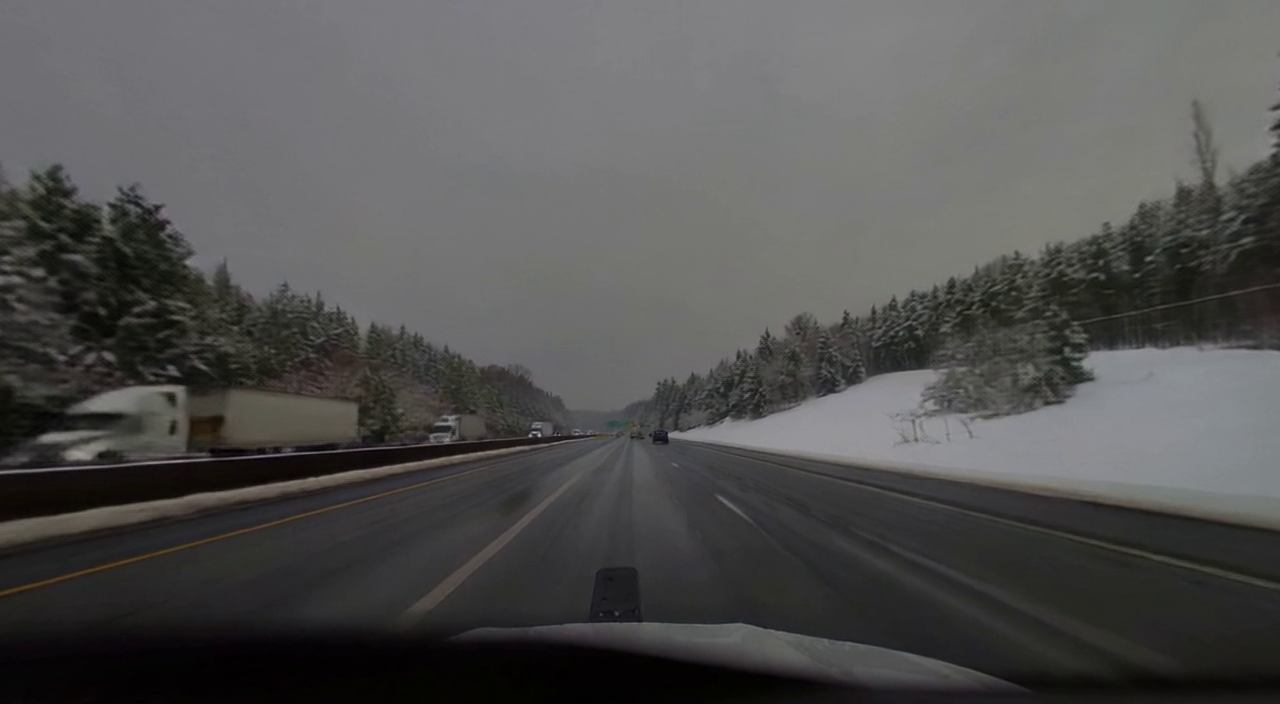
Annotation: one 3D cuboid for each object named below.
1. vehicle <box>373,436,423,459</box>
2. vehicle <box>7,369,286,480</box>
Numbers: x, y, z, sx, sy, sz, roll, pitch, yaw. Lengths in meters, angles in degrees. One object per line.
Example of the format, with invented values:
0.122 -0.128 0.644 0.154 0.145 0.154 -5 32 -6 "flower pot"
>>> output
-16.758 6.635 43.823 1.811 1.480 4.437 0 -8 -1 "vehicle"
-20.591 3.384 27.945 3.078 3.829 11.722 -1 -8 -1 "vehicle"
